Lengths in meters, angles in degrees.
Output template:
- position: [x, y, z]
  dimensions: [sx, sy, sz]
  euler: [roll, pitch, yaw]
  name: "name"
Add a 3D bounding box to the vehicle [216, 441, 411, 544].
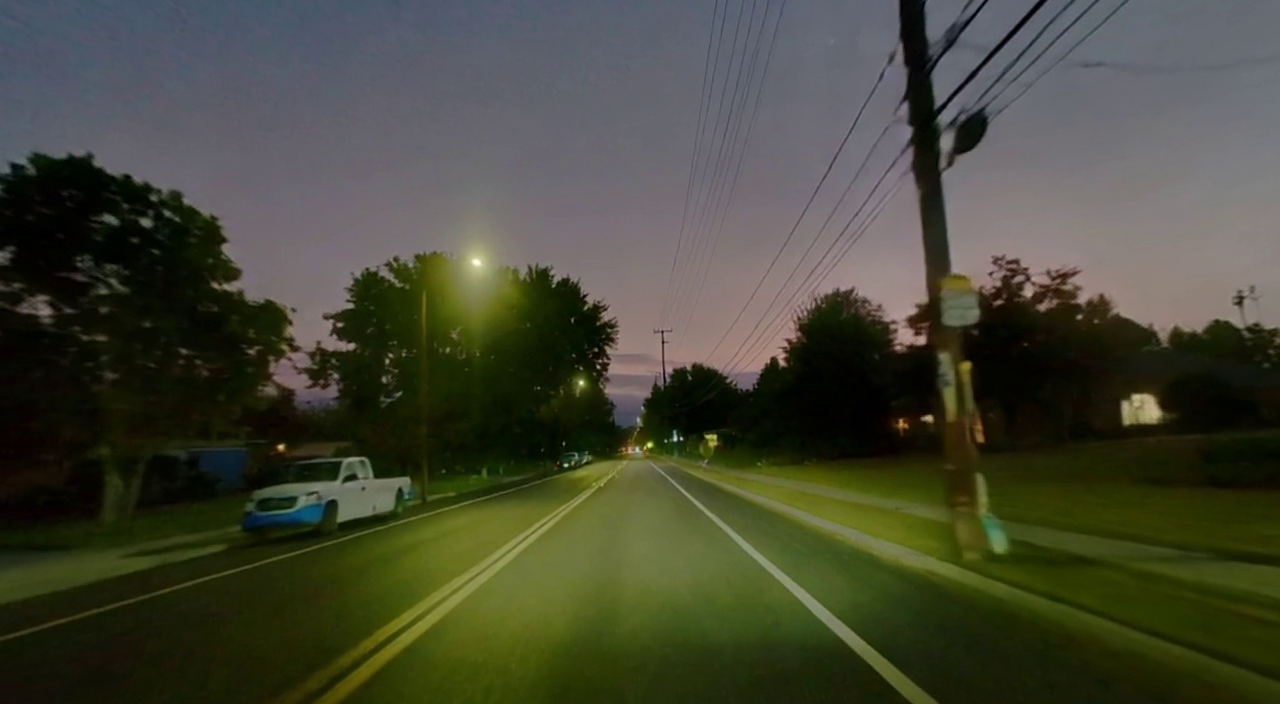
- position: [-6.694, 2.922, 13.649]
  dimensions: [1.923, 1.687, 4.511]
  euler: [-4, -10, -1]
  name: "vehicle"
